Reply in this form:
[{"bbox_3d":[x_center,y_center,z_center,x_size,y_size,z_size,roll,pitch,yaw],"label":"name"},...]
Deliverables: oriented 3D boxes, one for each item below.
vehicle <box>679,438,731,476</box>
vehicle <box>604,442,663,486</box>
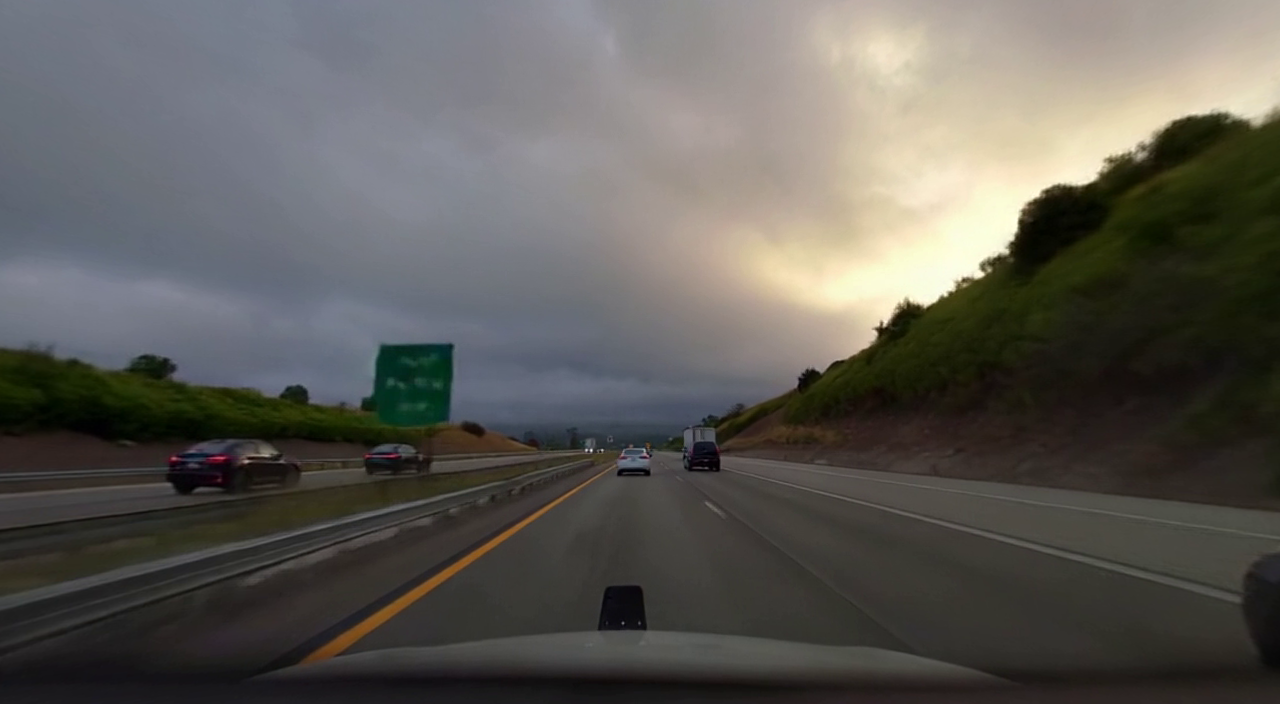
[{"bbox_3d":[3.081,5.091,30.803,2.048,1.704,4.284,0,-9,-1],"label":"vehicle"},{"bbox_3d":[-0.224,4.028,22.855,1.970,1.441,3.846,0,-9,0],"label":"vehicle"}]
